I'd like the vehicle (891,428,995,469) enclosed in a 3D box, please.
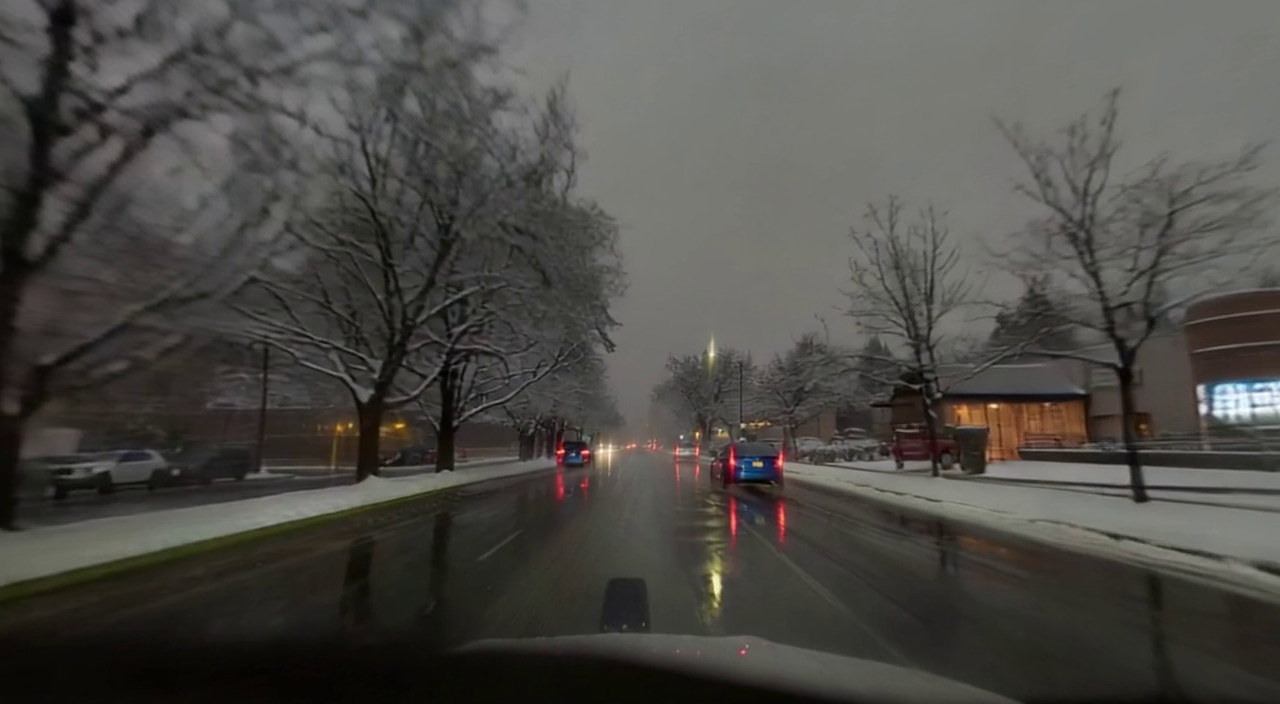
[{"bbox_3d":[16.794,5.369,35.344,2.160,2.093,5.795,1,-8,-10],"label":"vehicle"}]

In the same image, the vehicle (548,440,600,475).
[{"bbox_3d":[-3.254,5.315,32.079,2.113,1.626,4.129,0,-8,1],"label":"vehicle"}]

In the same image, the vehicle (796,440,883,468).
[{"bbox_3d":[13.962,7.148,44.290,5.342,1.867,2.147,1,-8,-7],"label":"vehicle"}]

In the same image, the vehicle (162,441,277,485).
[{"bbox_3d":[-22.259,5.871,33.707,2.255,2.117,5.319,-1,-8,3],"label":"vehicle"}]

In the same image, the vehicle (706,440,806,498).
[{"bbox_3d":[3.227,3.343,18.524,2.083,1.474,4.360,0,-8,-1],"label":"vehicle"}]

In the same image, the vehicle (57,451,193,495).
[{"bbox_3d":[-22.267,5.227,27.567,1.887,1.669,4.753,0,-8,1],"label":"vehicle"}]
